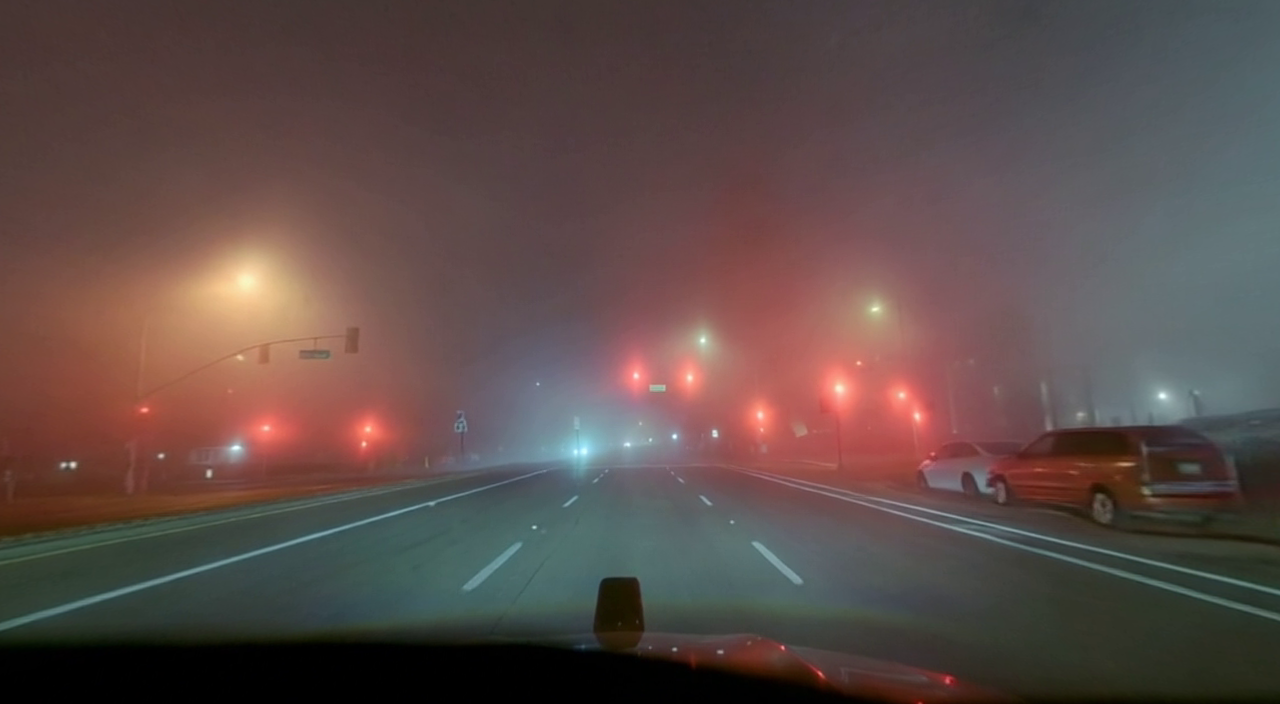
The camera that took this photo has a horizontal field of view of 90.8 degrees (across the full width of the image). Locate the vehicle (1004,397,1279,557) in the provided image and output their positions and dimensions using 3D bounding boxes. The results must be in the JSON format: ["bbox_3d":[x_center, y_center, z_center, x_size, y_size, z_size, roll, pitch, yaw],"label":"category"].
[{"bbox_3d":[7.915,1.726,9.407,2.063,1.749,4.776,0,-8,0],"label":"vehicle"}]

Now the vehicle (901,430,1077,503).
[{"bbox_3d":[8.125,2.692,15.235,1.943,1.485,3.984,0,-8,0],"label":"vehicle"}]
